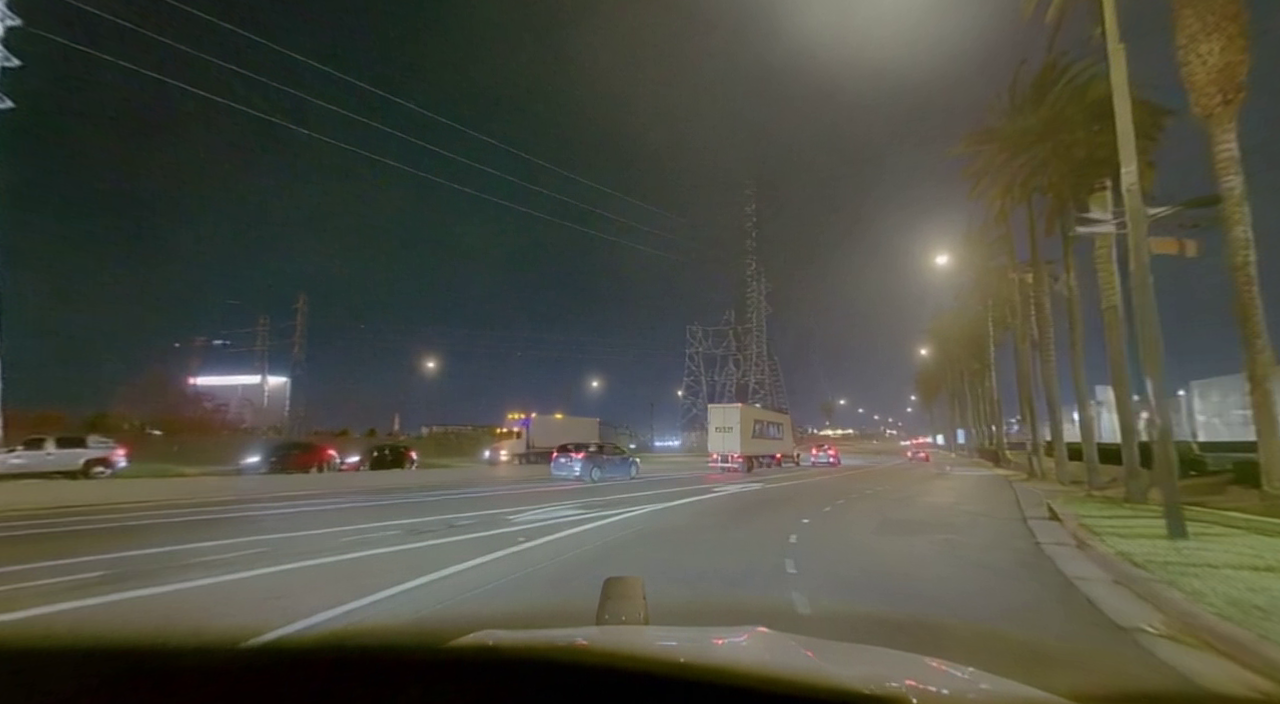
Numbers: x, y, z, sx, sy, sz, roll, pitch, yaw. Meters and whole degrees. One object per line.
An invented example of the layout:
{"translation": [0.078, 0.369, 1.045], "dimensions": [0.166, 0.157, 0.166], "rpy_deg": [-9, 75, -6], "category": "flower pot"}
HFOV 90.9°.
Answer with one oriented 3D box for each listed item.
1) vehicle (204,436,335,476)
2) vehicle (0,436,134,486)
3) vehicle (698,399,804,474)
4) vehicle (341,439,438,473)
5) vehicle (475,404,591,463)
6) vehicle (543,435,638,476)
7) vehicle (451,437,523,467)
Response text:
{"translation": [-15.933, 4.493, 27.384], "dimensions": [1.847, 1.567, 4.532], "rpy_deg": [-5, -10, 27], "category": "vehicle"}
{"translation": [-19.258, 3.444, 20.083], "dimensions": [1.792, 1.451, 4.419], "rpy_deg": [-5, -10, 28], "category": "vehicle"}
{"translation": [7.198, 5.279, 38.970], "dimensions": [2.903, 3.933, 11.567], "rpy_deg": [-5, -10, 28], "category": "vehicle"}
{"translation": [-12.714, 5.378, 32.332], "dimensions": [1.785, 1.502, 4.457], "rpy_deg": [-6, -13, 27], "category": "vehicle"}
{"translation": [-7.994, 6.671, 49.731], "dimensions": [2.907, 3.760, 11.193], "rpy_deg": [-5, -13, 26], "category": "vehicle"}
{"translation": [-2.459, 5.412, 33.222], "dimensions": [2.266, 1.950, 5.866], "rpy_deg": [-4, -9, 26], "category": "vehicle"}
{"translation": [-9.431, 6.274, 39.208], "dimensions": [1.833, 1.578, 4.412], "rpy_deg": [-9, -15, 27], "category": "vehicle"}
